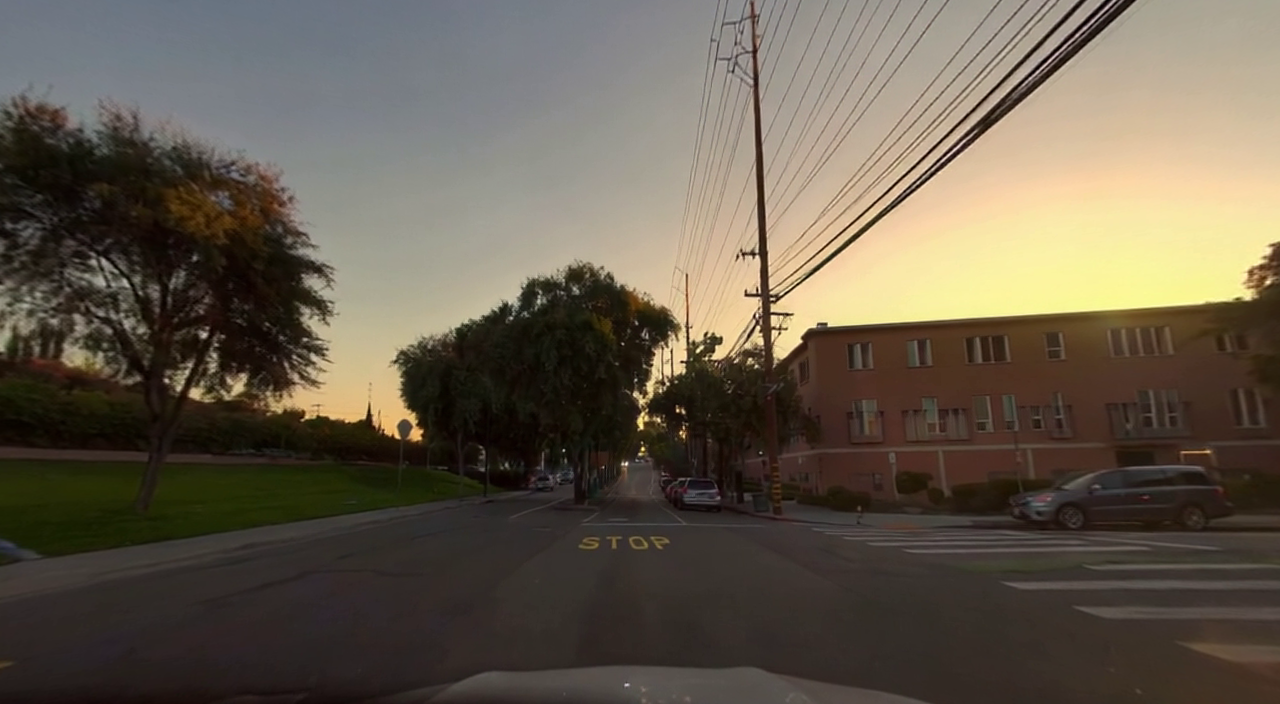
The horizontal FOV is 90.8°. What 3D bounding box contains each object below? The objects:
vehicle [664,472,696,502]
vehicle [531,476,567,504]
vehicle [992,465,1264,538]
[{"bbox_3d":[2.857,9.761,45.924,1.953,1.774,5.008,0,-8,-1],"label":"vehicle"},{"bbox_3d":[-6.627,10.105,46.461,1.913,1.682,4.365,0,-8,0],"label":"vehicle"},{"bbox_3d":[11.456,3.510,15.119,4.771,1.492,2.107,0,-8,-2],"label":"vehicle"}]
